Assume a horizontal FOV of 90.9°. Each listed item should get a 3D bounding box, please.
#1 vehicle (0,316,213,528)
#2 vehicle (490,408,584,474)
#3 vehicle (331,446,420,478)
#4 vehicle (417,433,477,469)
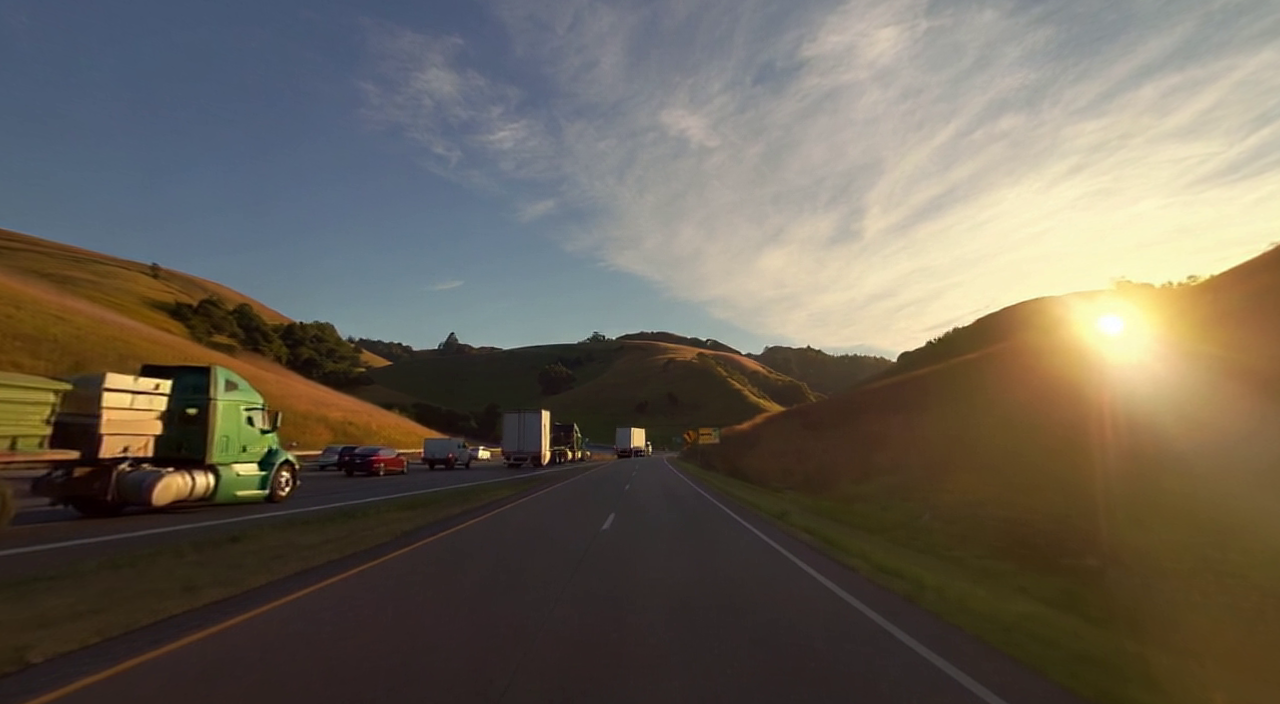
[{"bbox_3d":[-12.521,1.032,9.755,2.745,3.617,11.590,-1,-9,6],"label":"vehicle"},{"bbox_3d":[-7.049,6.634,46.315,2.848,4.067,14.314,-1,-9,7],"label":"vehicle"},{"bbox_3d":[-13.457,5.634,32.422,1.925,1.493,4.864,-1,-9,8],"label":"vehicle"},{"bbox_3d":[-14.969,7.755,49.340,2.264,2.596,5.494,-1,-9,8],"label":"vehicle"}]
